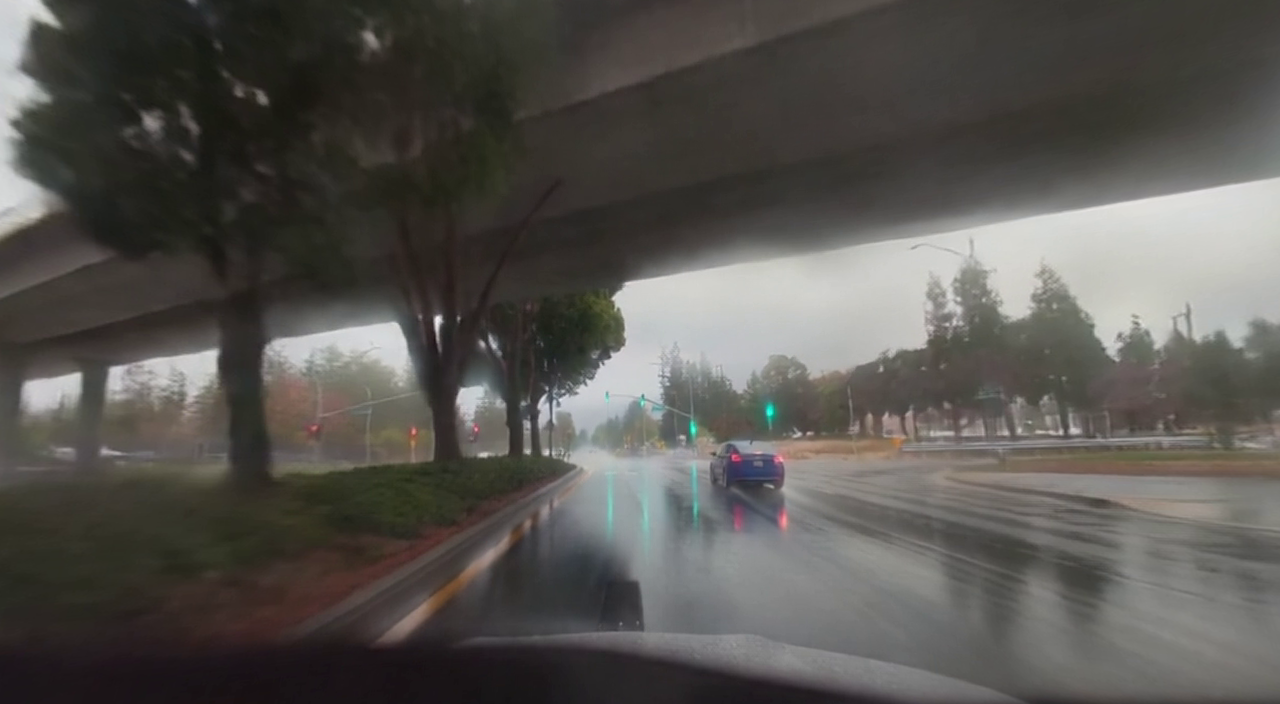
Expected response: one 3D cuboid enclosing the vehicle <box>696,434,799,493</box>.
[{"bbox_3d":[2.977,3.213,18.535,2.062,1.484,4.332,0,-8,-2],"label":"vehicle"}]
